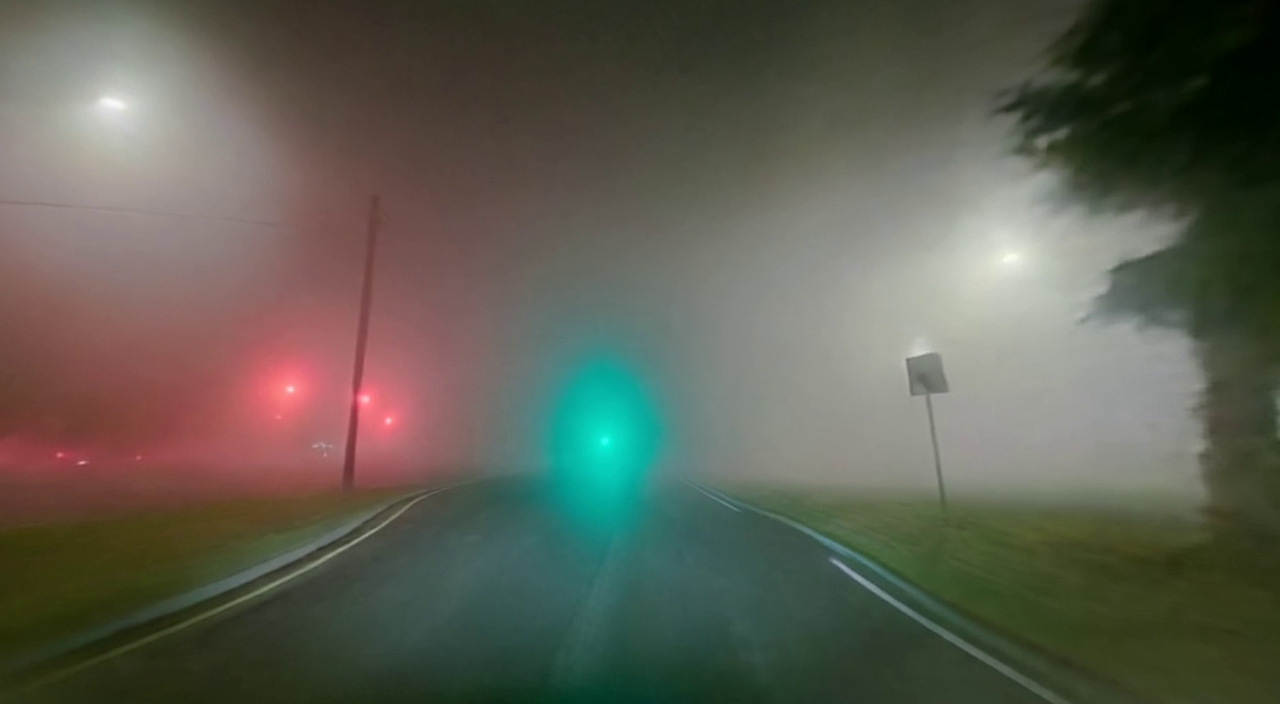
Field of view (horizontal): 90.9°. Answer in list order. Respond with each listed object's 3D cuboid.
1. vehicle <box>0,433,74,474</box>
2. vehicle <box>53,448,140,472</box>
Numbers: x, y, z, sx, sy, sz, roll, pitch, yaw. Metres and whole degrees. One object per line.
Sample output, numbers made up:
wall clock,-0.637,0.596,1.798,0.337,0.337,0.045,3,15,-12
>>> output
vehicle,-34.472,5.507,34.267,2.281,2.125,5.526,0,-9,-1
vehicle,-34.818,6.927,40.551,1.839,1.435,4.271,0,-9,-1
